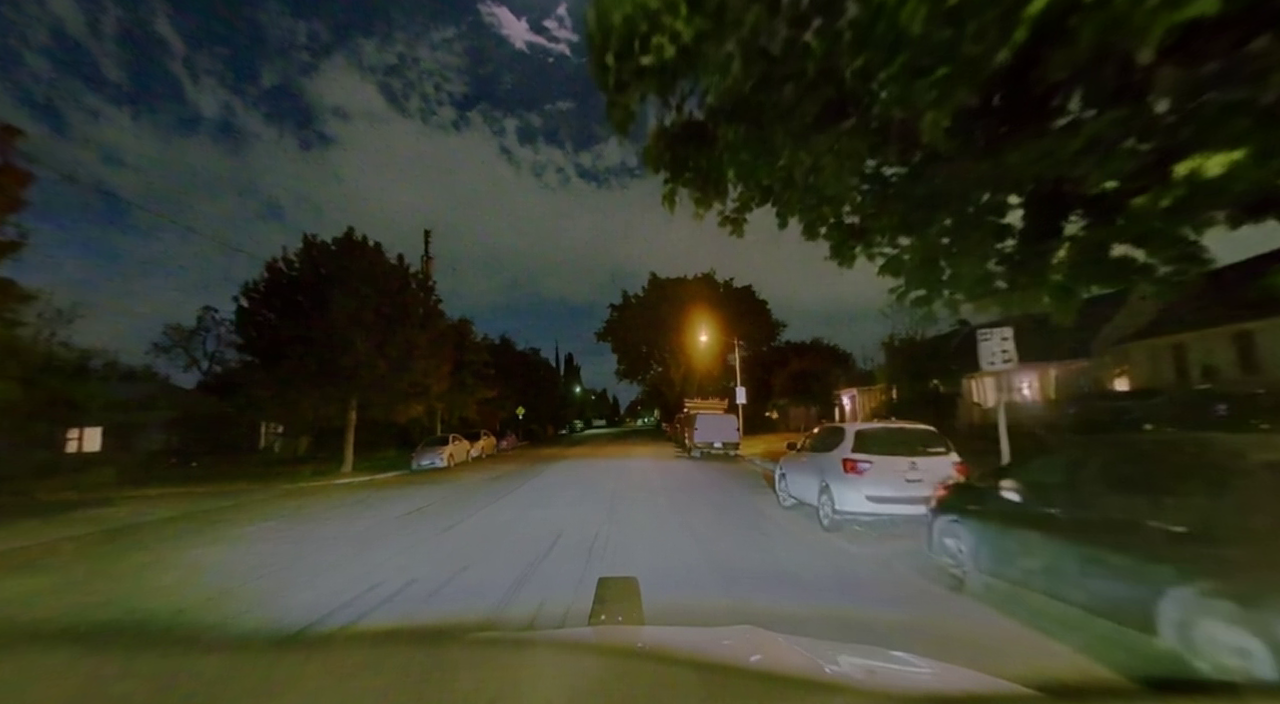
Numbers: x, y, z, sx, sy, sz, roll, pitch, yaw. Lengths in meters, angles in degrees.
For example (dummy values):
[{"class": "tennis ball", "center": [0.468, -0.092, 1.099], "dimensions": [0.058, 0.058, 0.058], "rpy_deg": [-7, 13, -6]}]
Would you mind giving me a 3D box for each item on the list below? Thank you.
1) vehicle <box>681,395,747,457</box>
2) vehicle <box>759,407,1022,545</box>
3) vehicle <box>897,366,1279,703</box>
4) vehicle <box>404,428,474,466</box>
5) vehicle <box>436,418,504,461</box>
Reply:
[{"class": "vehicle", "center": [3.043, 3.178, 26.744], "dimensions": [2.233, 2.453, 3.787], "rpy_deg": [0, -8, -1]}, {"class": "vehicle", "center": [3.558, 1.877, 10.289], "dimensions": [2.079, 1.681, 4.933], "rpy_deg": [0, -8, -2]}, {"class": "vehicle", "center": [3.675, 1.065, 4.038], "dimensions": [2.047, 1.598, 4.321], "rpy_deg": [0, -8, -3]}, {"class": "vehicle", "center": [-8.446, 4.025, 26.866], "dimensions": [1.821, 1.476, 4.060], "rpy_deg": [0, -8, -3]}, {"class": "vehicle", "center": [-8.596, 4.447, 32.392], "dimensions": [2.163, 1.841, 4.679], "rpy_deg": [-6, -7, -1]}]
